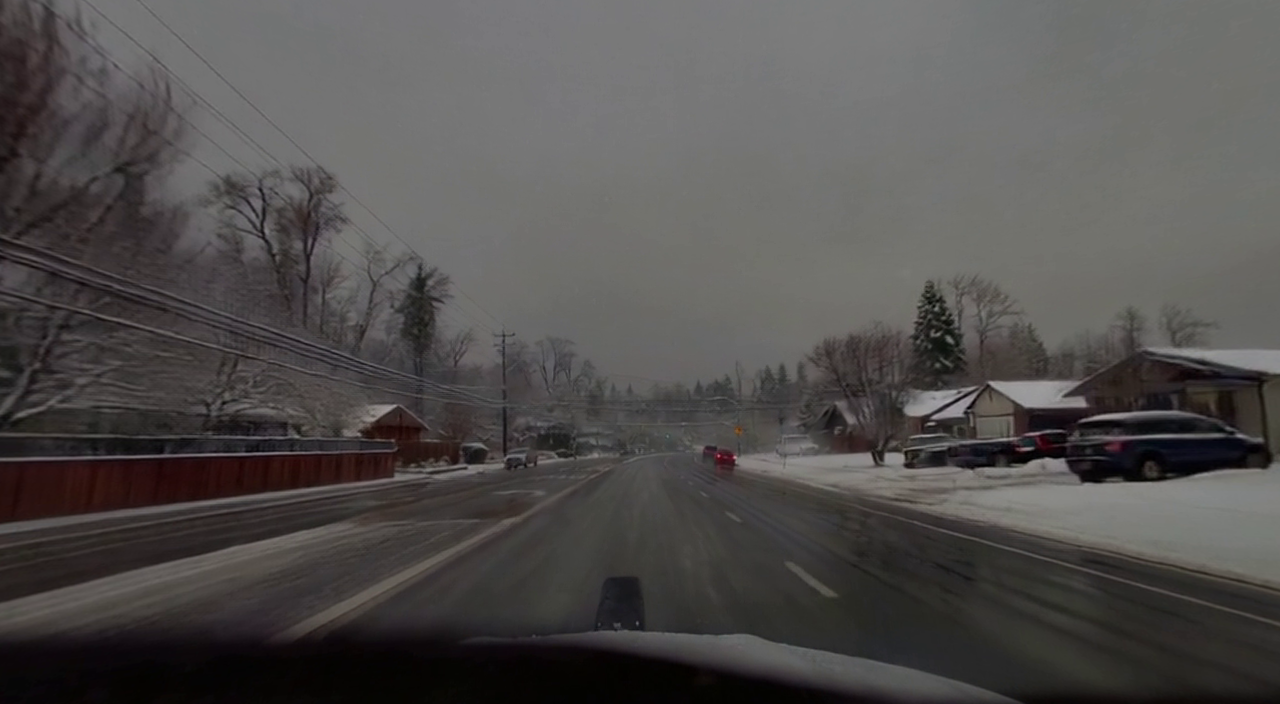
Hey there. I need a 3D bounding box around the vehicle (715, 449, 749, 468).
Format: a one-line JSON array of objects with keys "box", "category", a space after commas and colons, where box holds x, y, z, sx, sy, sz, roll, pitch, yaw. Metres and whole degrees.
[{"box": [7.161, 8.266, 49.348, 1.946, 1.404, 4.609, 0, -9, 0], "category": "vehicle"}]

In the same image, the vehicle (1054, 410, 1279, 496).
[{"box": [13.606, 2.530, 15.946, 4.711, 1.979, 2.019, -1, -9, 4], "category": "vehicle"}]
